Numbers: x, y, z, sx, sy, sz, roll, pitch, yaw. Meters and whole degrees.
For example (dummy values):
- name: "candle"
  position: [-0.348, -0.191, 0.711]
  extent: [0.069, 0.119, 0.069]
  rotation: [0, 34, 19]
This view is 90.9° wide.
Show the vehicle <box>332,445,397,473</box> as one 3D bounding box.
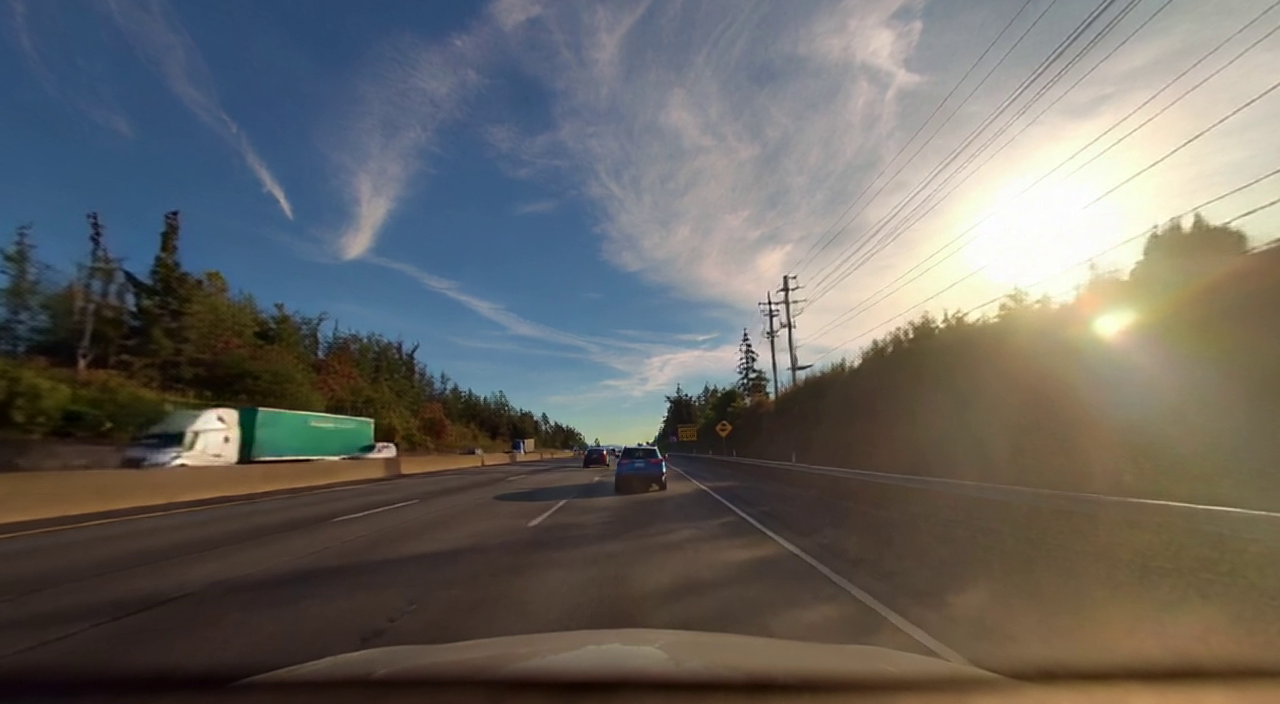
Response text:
- name: "vehicle"
  position: [-16.181, 6.294, 37.270]
  extent: [1.880, 1.550, 4.116]
  rotation: [0, -9, 2]

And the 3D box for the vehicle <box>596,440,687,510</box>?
- name: "vehicle"
  position: [0.002, 2.978, 15.750]
  extent: [1.966, 1.499, 4.298]
  rotation: [0, -9, -1]

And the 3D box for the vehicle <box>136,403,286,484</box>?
- name: "vehicle"
  position: [-21.347, 4.652, 31.896]
  extent: [3.035, 3.676, 6.029]
  rotation: [0, -9, 2]
